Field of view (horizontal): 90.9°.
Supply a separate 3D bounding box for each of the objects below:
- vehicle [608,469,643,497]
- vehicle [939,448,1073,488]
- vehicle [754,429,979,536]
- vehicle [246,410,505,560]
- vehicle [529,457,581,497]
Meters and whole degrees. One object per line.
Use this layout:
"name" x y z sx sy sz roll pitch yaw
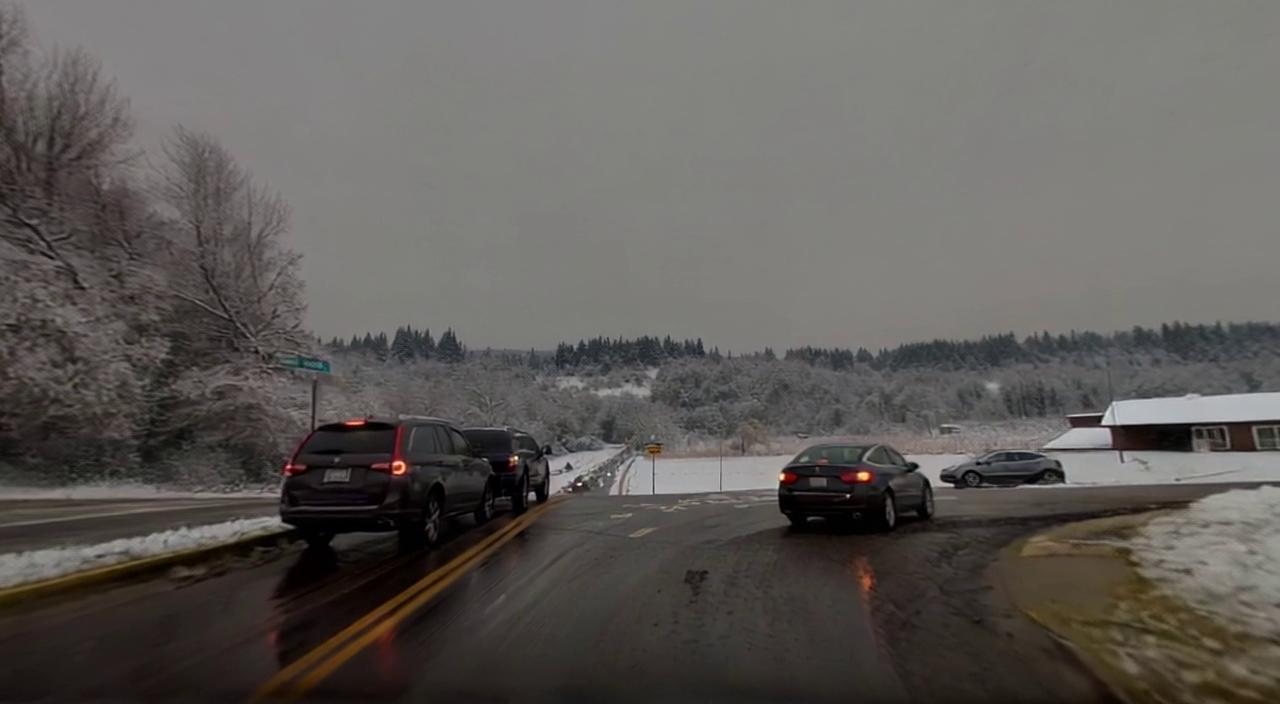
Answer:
"vehicle" -0.966 8.238 39.899 2.119 1.475 3.997 0 -8 -3
"vehicle" 14.654 4.701 25.516 4.422 1.457 1.882 -6 -11 27
"vehicle" 4.025 2.135 10.957 3.922 1.478 2.020 7 -11 -42
"vehicle" -3.629 1.909 9.808 2.017 1.761 4.572 0 -8 0
"vehicle" -3.622 5.392 27.537 1.806 1.532 3.680 0 -8 -1
